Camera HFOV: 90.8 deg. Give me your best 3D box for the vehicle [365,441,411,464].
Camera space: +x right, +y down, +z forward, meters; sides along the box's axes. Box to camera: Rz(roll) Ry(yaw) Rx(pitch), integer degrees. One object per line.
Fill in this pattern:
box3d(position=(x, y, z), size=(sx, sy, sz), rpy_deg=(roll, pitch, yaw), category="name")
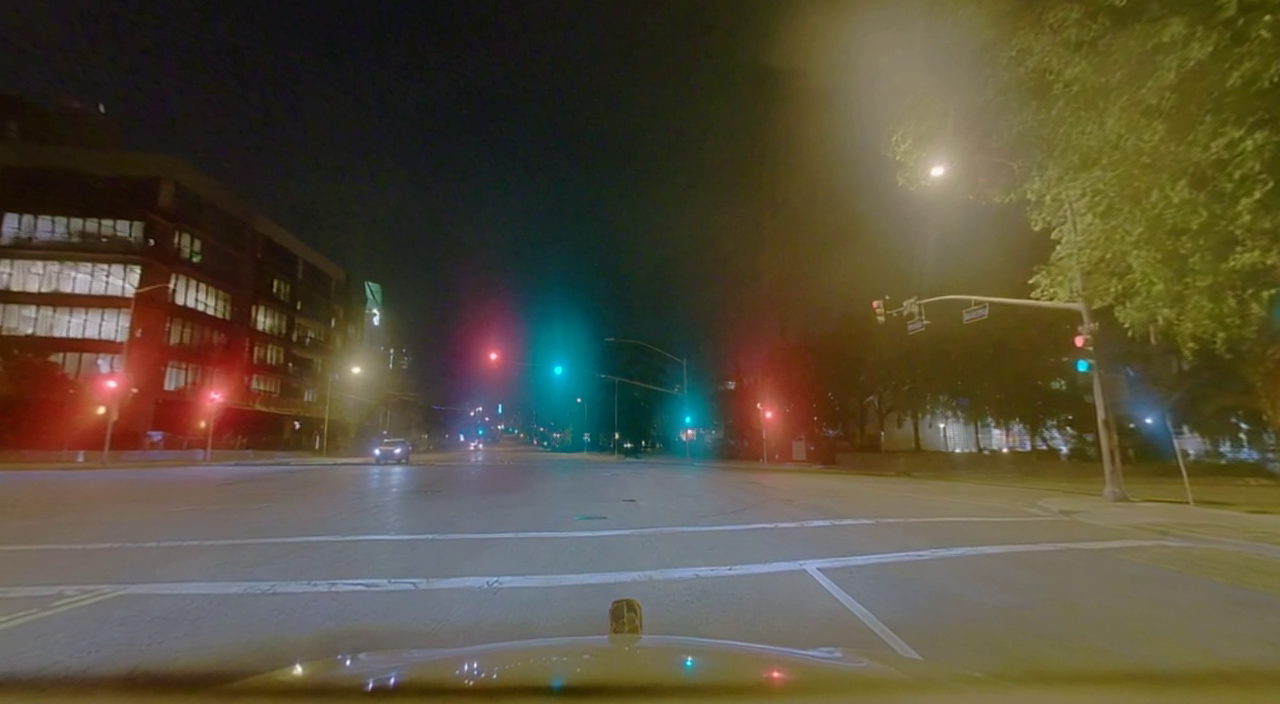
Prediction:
box3d(position=(-17.122, 6.811, 43.123), size=(1.969, 1.464, 4.485), rpy_deg=(1, -9, -10), category="vehicle")
